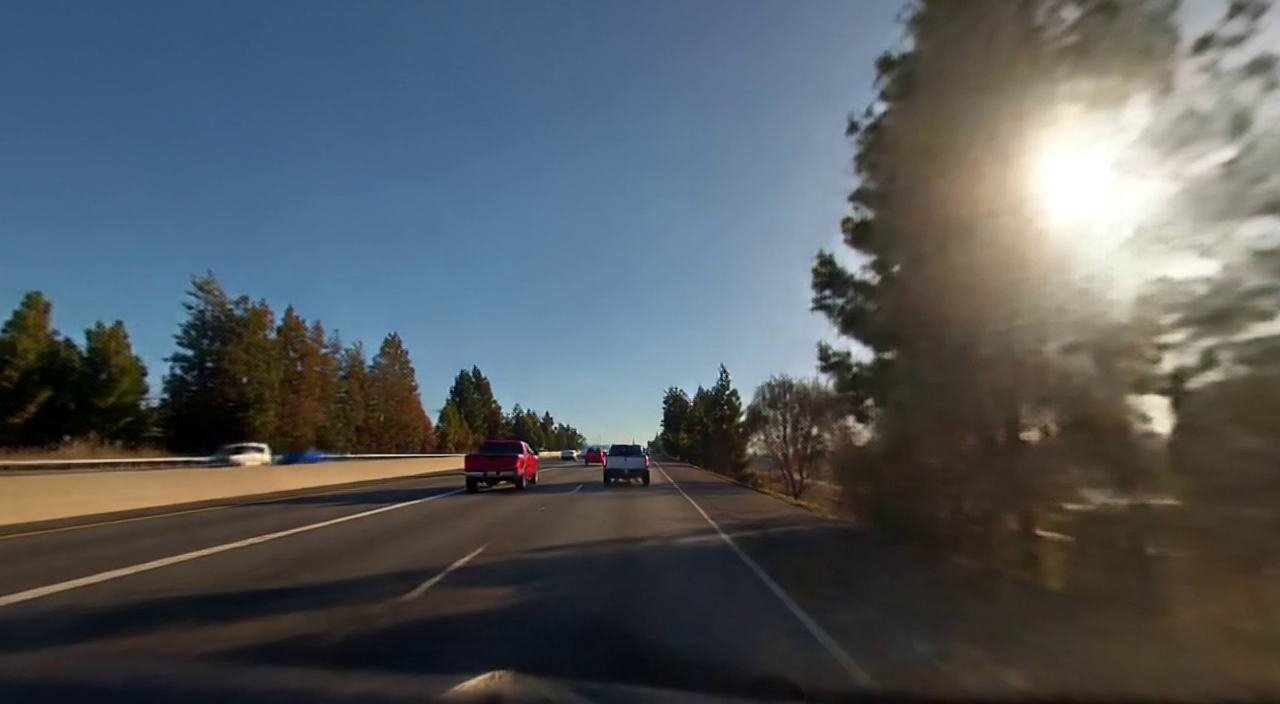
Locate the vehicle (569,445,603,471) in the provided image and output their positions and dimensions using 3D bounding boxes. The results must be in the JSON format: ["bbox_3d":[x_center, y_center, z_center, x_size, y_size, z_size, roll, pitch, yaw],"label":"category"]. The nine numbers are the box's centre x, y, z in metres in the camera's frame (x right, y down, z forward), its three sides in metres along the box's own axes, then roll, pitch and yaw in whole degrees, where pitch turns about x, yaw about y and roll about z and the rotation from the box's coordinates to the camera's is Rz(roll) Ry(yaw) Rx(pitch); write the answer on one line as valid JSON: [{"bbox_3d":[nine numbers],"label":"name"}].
[{"bbox_3d":[-3.907,7.794,46.590,1.991,1.776,4.333,0,-8,2],"label":"vehicle"}]

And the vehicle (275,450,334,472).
[{"bbox_3d":[-24.524,7.978,46.382,1.883,1.458,4.499,0,-8,0],"label":"vehicle"}]

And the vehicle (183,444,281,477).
[{"bbox_3d":[-21.649,5.754,33.786,2.053,1.639,4.685,0,-8,1],"label":"vehicle"}]

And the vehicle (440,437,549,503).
[{"bbox_3d":[-4.174,3.465,19.098,2.038,1.704,5.181,0,-8,0],"label":"vehicle"}]

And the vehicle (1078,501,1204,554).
[{"bbox_3d":[20.933,7.318,26.692,1.956,1.594,4.425,-1,-8,5],"label":"vehicle"}]

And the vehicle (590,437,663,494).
[{"bbox_3d":[-0.385,3.879,22.014,2.293,1.753,4.380,0,-8,1],"label":"vehicle"}]
